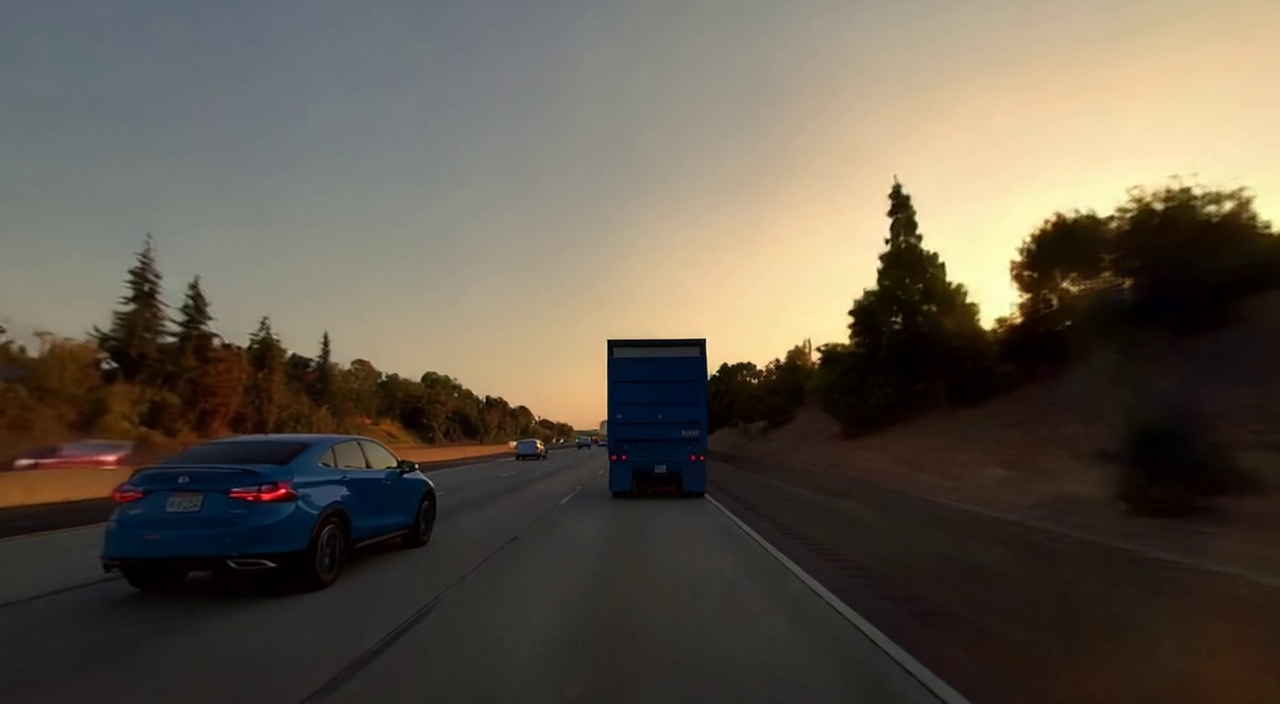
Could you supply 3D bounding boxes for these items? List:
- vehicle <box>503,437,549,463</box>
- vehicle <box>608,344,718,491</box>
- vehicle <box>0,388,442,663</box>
[{"bbox_3d":[-6.854,5.945,38.361,1.882,1.451,4.416,0,-8,1],"label":"vehicle"},{"bbox_3d":[0.639,2.482,21.872,2.870,3.841,10.653,0,-8,0],"label":"vehicle"},{"bbox_3d":[-3.653,1.371,6.051,2.077,1.671,4.249,0,-8,0],"label":"vehicle"}]
